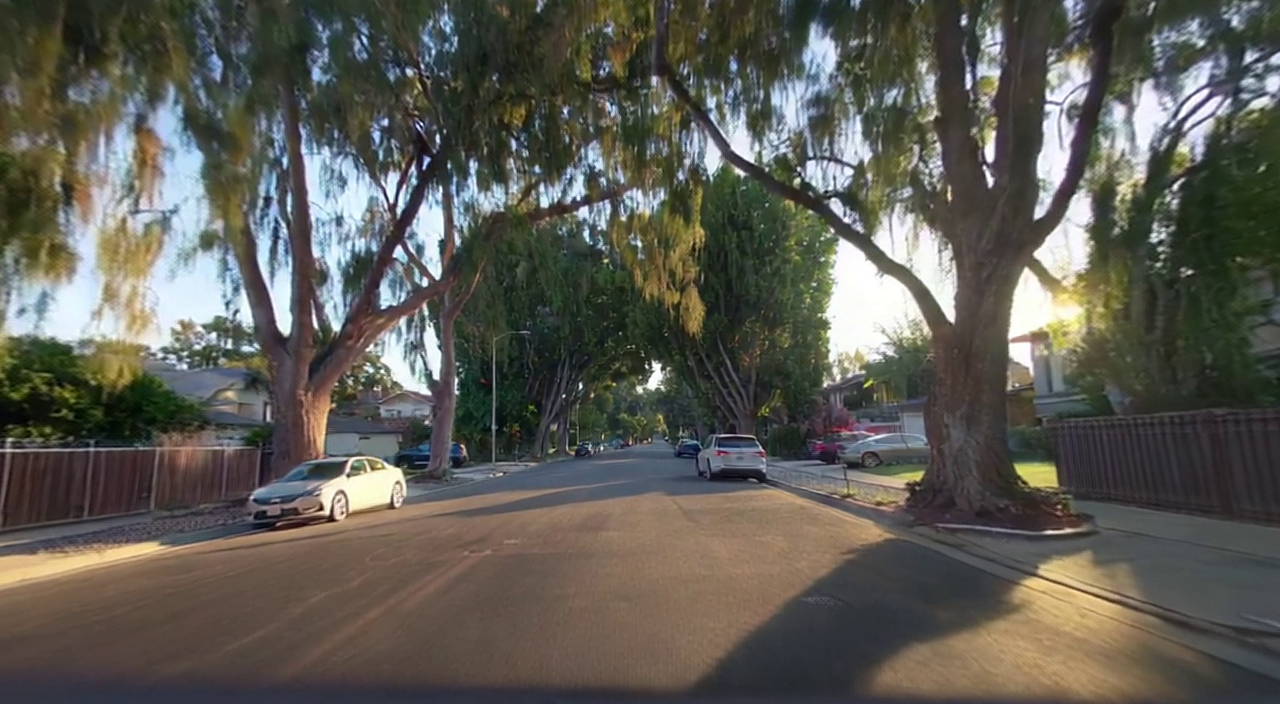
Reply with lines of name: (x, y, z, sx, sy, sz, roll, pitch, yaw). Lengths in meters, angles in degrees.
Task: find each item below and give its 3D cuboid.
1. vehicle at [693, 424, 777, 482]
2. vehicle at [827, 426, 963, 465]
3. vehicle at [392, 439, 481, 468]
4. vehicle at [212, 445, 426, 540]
vehicle: (3.316, 3.656, 23.243, 2.241, 1.875, 5.059, 0, -8, -1)
vehicle: (10.608, 3.955, 26.736, 5.041, 1.486, 1.969, -3, -9, 14)
vehicle: (-12.847, 6.411, 40.045, 4.928, 1.797, 1.981, 0, -8, 2)
vehicle: (-6.268, 2.732, 13.032, 2.099, 1.399, 4.357, -4, -7, 1)
